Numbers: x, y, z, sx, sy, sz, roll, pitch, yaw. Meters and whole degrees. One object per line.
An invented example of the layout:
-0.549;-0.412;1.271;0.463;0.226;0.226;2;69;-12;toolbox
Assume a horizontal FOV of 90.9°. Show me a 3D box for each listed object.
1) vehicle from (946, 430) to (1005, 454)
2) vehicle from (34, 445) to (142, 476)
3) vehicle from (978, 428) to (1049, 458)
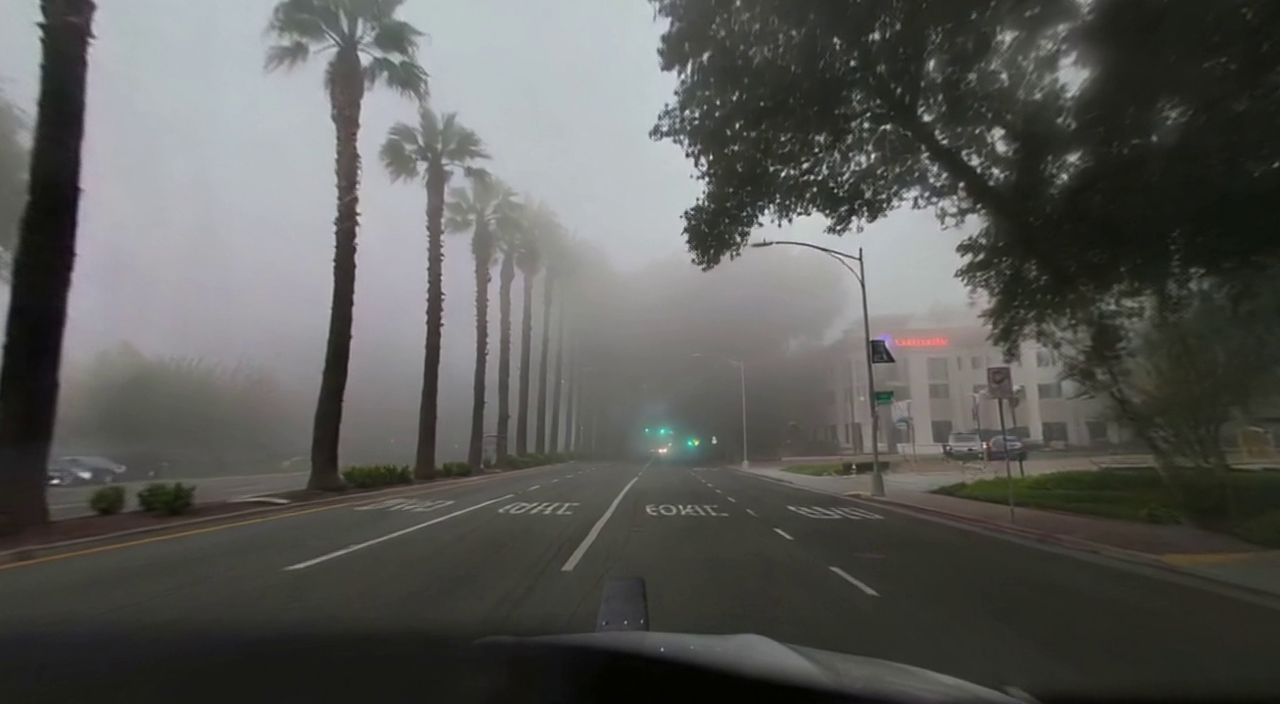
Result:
26.147;7.065;49.286;2.095;1.692;5.051;-2;-10;4;vehicle
-34.635;6.799;39.770;2.020;1.768;5.003;0;-9;4;vehicle
24.237;5.972;41.097;2.222;1.818;5.099;-1;-9;10;vehicle
